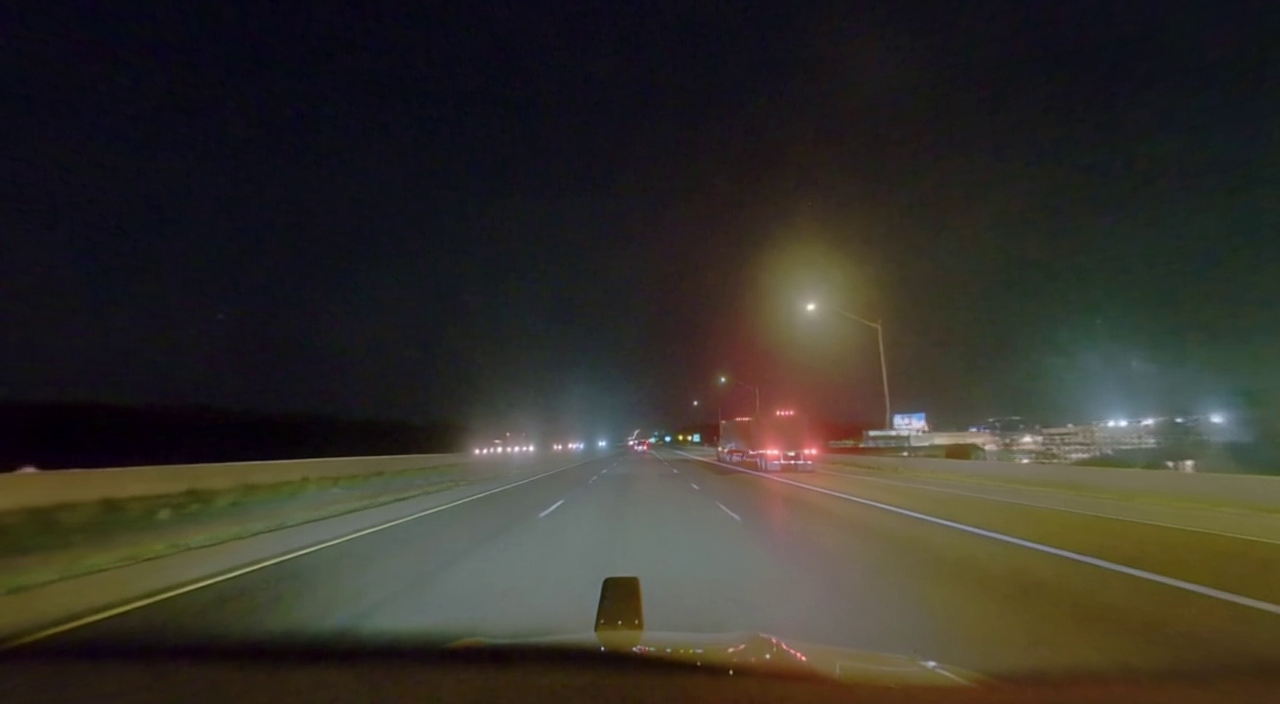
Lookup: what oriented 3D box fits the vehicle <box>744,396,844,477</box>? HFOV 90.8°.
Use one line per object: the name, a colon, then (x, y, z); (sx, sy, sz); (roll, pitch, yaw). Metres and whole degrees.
vehicle: (6.831, 3.962, 29.390); (2.793, 3.204, 7.997); (0, -8, 1)
